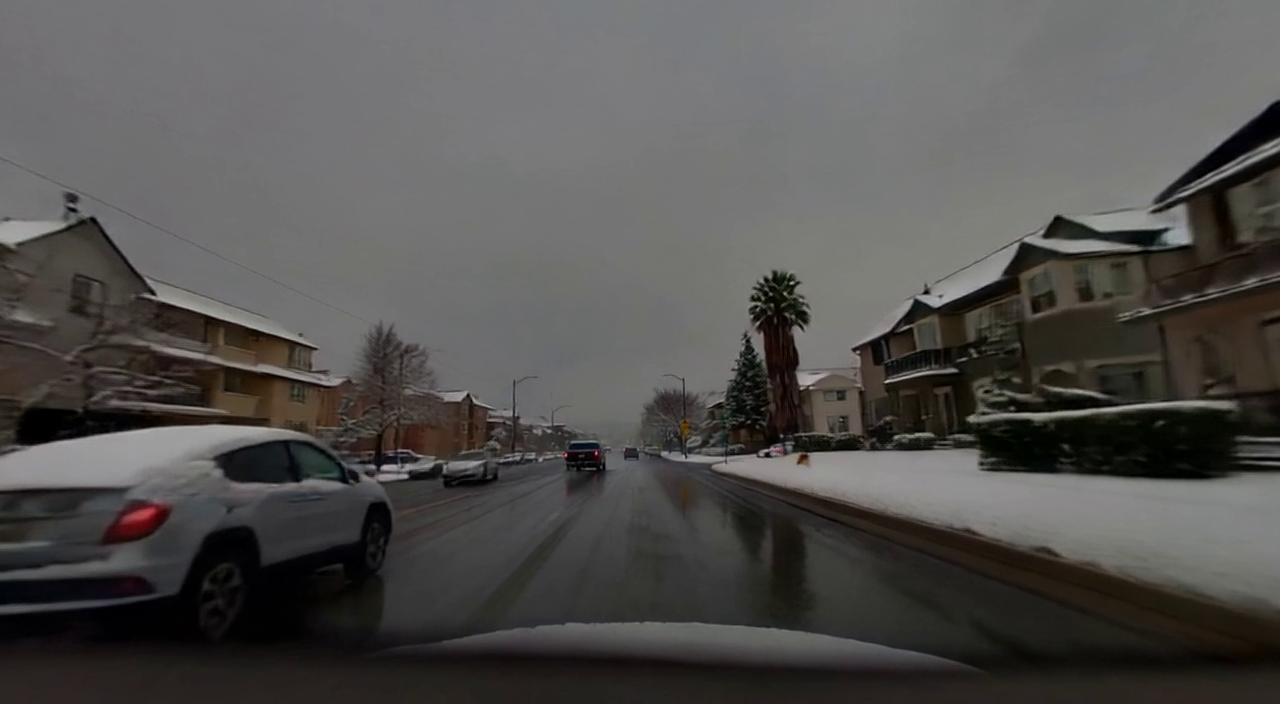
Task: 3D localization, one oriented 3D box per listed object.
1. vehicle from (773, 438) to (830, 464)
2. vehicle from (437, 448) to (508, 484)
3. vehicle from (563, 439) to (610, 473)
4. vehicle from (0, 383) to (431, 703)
[{"bbox_3d":[12.513,7.702,48.907,3.778,1.744,1.804,-3,-9,-4],"label":"vehicle"},{"bbox_3d":[-7.463,5.109,28.511,1.979,1.500,4.383,0,-9,0],"label":"vehicle"},{"bbox_3d":[-2.950,5.918,35.976,1.994,1.810,5.057,0,-9,3],"label":"vehicle"},{"bbox_3d":[-3.229,1.254,4.771,1.929,1.651,3.948,0,-9,0],"label":"vehicle"}]
